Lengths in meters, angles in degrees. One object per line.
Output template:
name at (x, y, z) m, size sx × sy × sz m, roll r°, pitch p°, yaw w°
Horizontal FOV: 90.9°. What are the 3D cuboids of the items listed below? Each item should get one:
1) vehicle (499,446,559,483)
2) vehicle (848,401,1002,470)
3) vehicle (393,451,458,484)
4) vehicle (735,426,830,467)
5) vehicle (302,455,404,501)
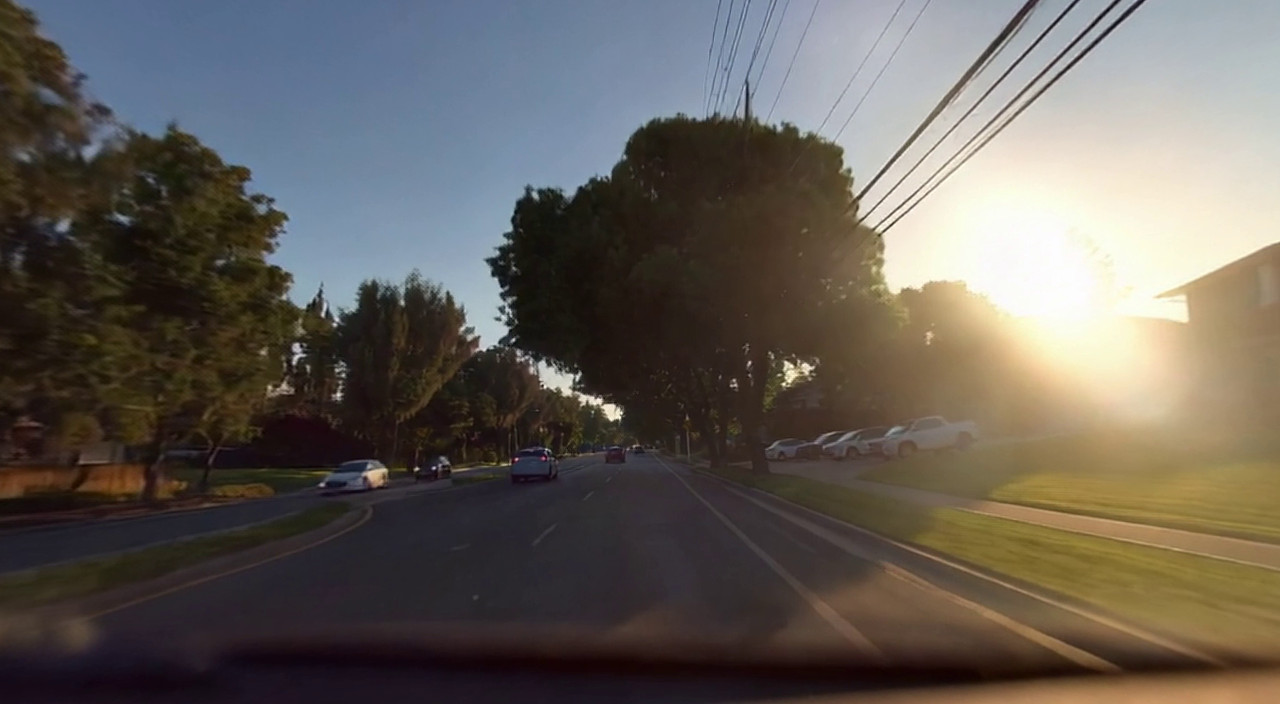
vehicle at (-4.858, 4.990, 28.200) m, size 2.084 × 1.466 × 4.522 m, roll 0°, pitch -9°, yaw -2°
vehicle at (10.789, 3.233, 24.155) m, size 4.610 × 1.853 × 2.265 m, roll -8°, pitch -9°, yaw -3°
vehicle at (-12.528, 6.735, 37.130) m, size 2.077 × 1.713 × 4.715 m, roll -1°, pitch -9°, yaw 1°
vehicle at (8.283, 5.577, 36.964) m, size 4.840 × 1.583 × 2.324 m, roll -8°, pitch -9°, yaw -3°
vehicle at (-10.746, 4.711, 24.035) m, size 2.048 × 1.481 × 4.543 m, roll 0°, pitch -9°, yaw -4°
